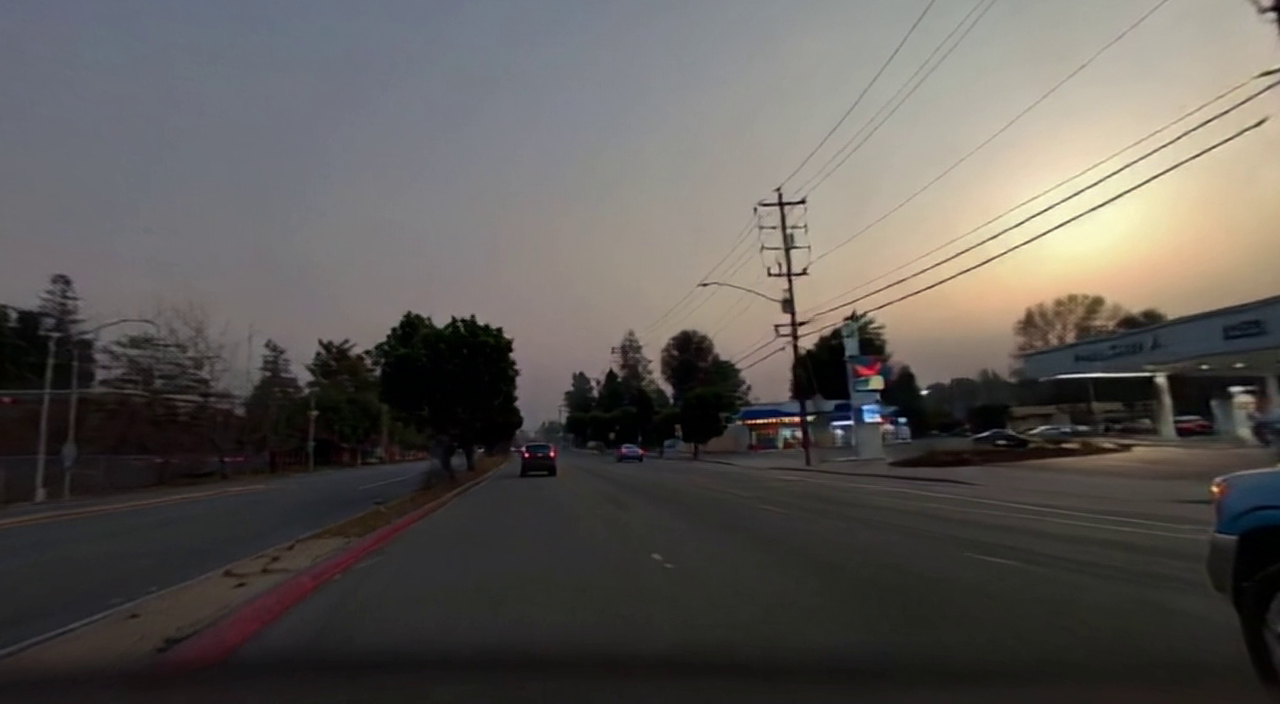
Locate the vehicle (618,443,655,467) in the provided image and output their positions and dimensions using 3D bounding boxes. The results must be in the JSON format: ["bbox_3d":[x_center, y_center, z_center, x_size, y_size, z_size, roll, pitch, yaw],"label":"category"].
[{"bbox_3d":[-0.315,6.911,42.455,1.760,1.481,4.161,1,-8,-11],"label":"vehicle"}]

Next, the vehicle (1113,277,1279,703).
[{"bbox_3d":[3.459,0.362,0.532,2.036,1.818,5.192,0,-8,0],"label":"vehicle"}]

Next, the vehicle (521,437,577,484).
[{"bbox_3d":[-4.126,4.720,27.823,2.141,1.842,4.889,1,-8,-11],"label":"vehicle"}]
